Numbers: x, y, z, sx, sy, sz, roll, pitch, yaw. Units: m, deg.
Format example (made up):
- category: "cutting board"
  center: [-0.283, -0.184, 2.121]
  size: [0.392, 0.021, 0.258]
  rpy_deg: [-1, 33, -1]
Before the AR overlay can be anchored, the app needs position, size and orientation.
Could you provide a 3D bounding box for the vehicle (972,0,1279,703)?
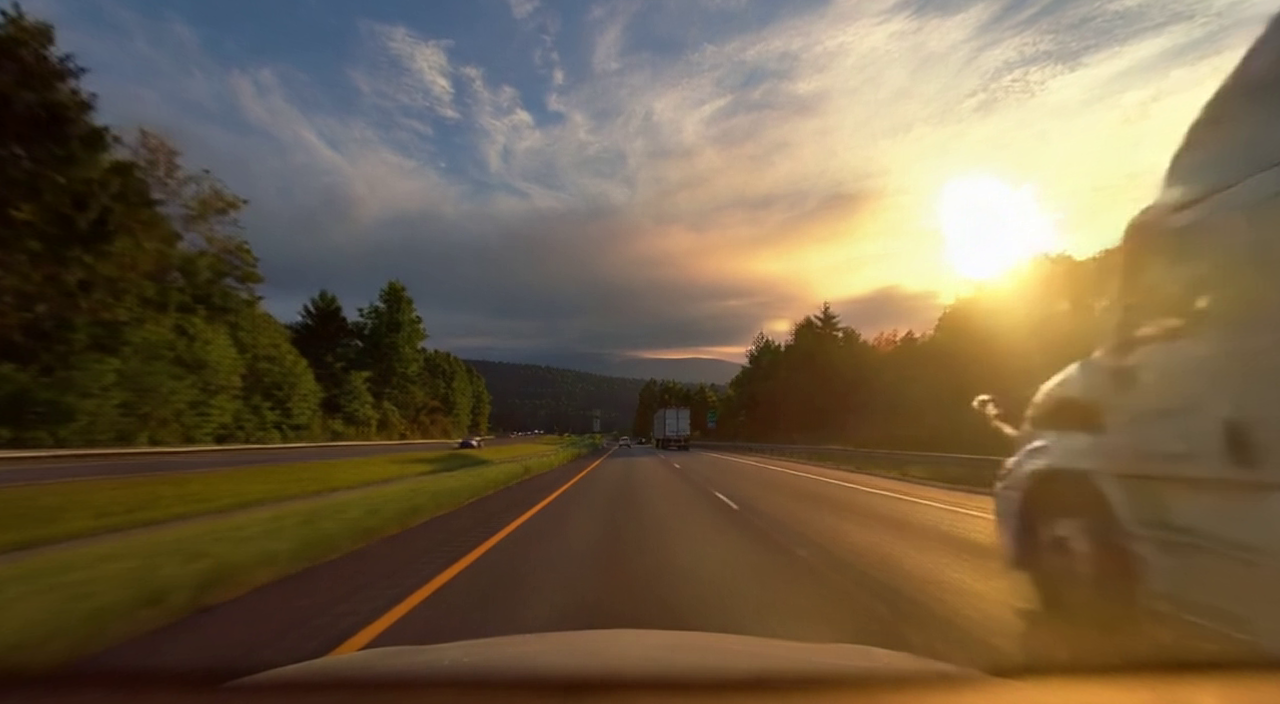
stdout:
- category: "vehicle"
  center: [4.233, -0.413, 1.741]
  size: [3.073, 3.927, 6.116]
  rpy_deg: [0, -8, -1]
